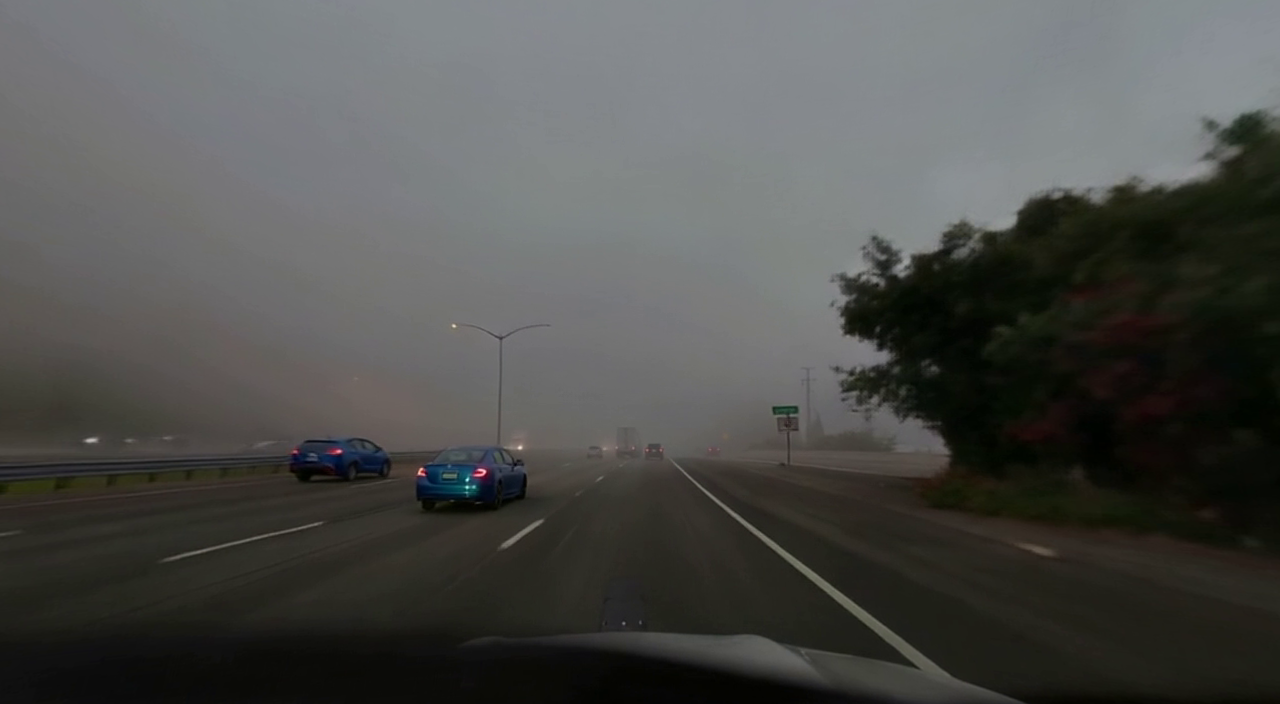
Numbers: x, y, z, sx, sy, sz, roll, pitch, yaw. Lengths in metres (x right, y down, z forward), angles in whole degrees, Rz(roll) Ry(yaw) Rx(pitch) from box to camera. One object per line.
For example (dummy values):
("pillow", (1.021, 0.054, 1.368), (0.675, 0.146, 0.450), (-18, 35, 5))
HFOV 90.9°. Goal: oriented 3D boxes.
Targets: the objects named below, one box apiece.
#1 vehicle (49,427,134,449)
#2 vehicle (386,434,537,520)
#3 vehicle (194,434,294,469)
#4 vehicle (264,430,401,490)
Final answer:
("vehicle", (-40.263, 6.355, 46.439), (1.878, 1.527, 4.802), (0, -8, 1))
("vehicle", (-3.486, 2.501, 13.117), (1.953, 1.511, 3.704), (0, -8, 1))
("vehicle", (-24.470, 6.174, 39.323), (2.207, 2.002, 5.996), (0, -8, 1))
("vehicle", (-10.303, 3.643, 21.692), (2.044, 1.810, 5.016), (0, -8, 2))
